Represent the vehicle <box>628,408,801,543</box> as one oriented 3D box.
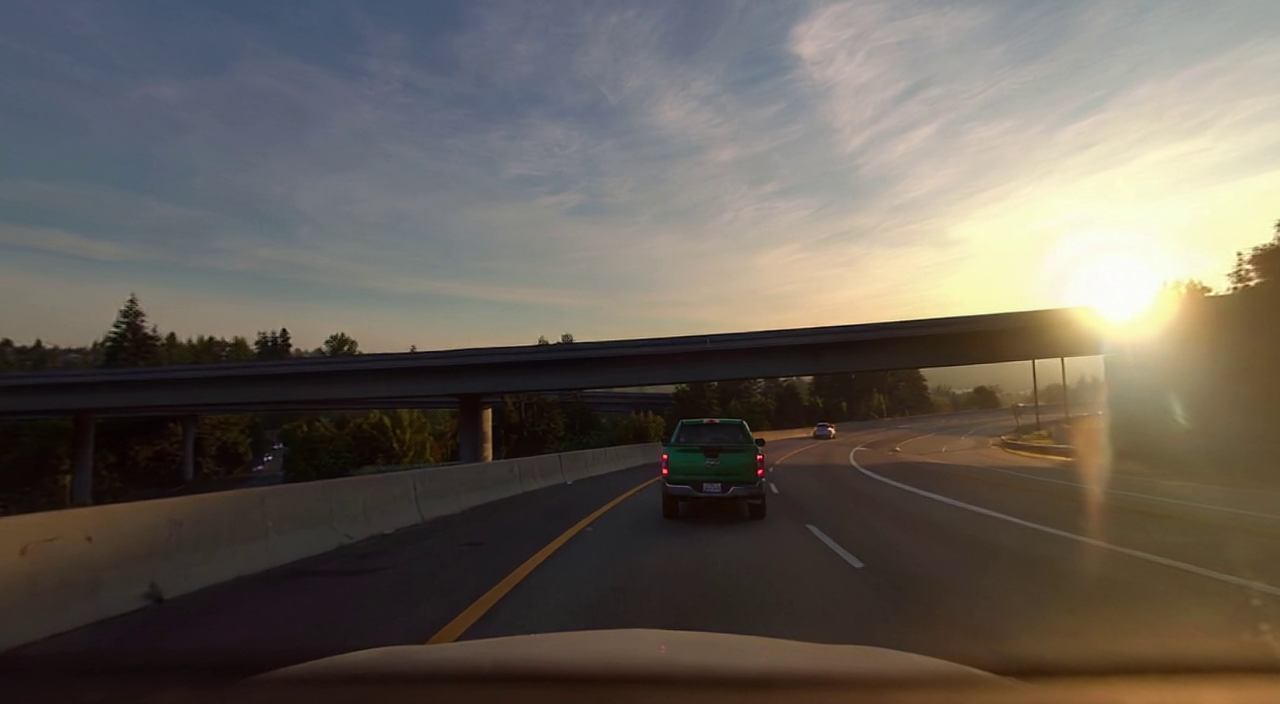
[{"bbox_3d":[1.195,1.931,10.467,2.235,1.716,4.435,-1,-9,6],"label":"vehicle"}]
